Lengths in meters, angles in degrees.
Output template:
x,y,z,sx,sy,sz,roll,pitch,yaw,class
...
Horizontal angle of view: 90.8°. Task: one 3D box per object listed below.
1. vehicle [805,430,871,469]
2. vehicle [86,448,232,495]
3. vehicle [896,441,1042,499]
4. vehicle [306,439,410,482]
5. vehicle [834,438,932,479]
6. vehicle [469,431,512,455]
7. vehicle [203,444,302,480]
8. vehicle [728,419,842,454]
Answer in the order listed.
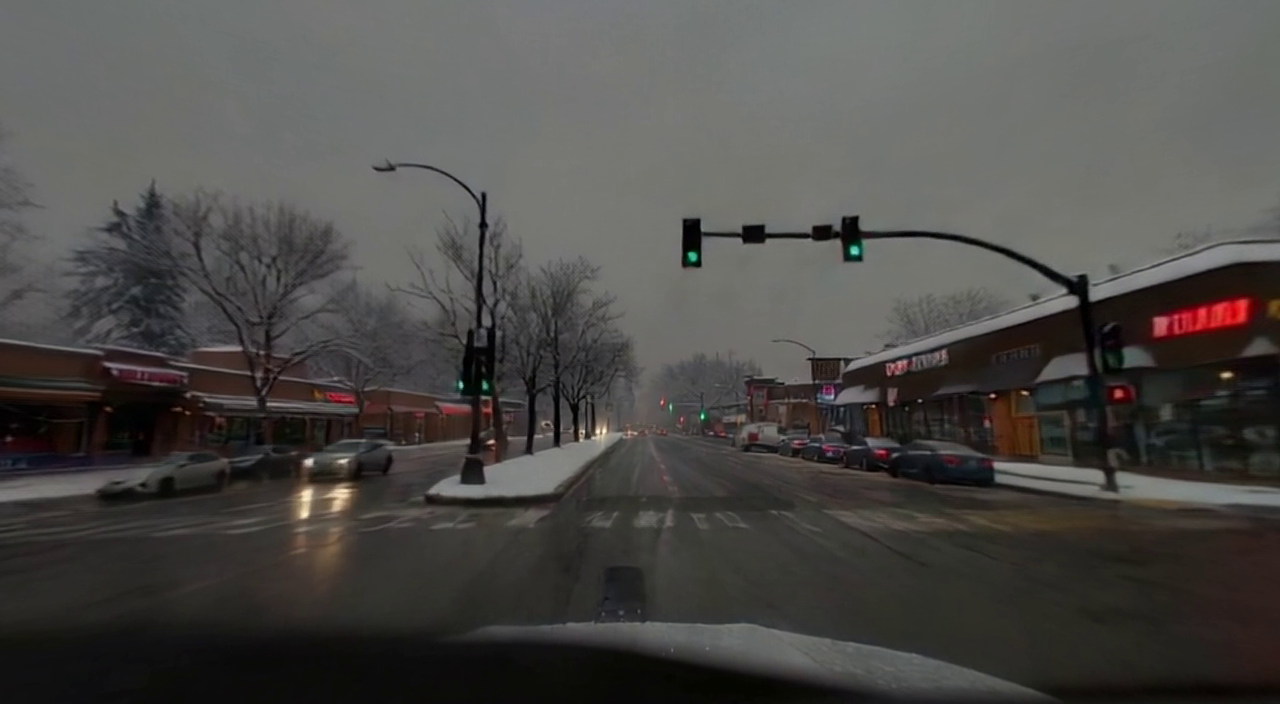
x,y,z,sx,sy,sz,roll,pitch,yaw,class
9.946,4.888,32.061,1.925,1.808,4.255,0,-8,0,vehicle
-18.075,4.456,24.099,1.858,1.493,4.721,0,-8,0,vehicle
9.697,3.473,19.134,1.948,1.483,4.645,0,-8,0,vehicle
-10.974,4.235,25.040,1.943,1.501,4.626,0,-8,1,vehicle
9.770,4.283,25.894,1.913,1.492,4.787,0,-8,-3,vehicle
-11.024,6.730,46.847,2.027,1.722,4.471,0,-8,1,vehicle
-18.137,5.125,29.836,1.756,1.525,4.355,-1,-8,3,vehicle
9.844,6.007,44.224,6.229,2.004,6.552,-2,-10,-2,vehicle
